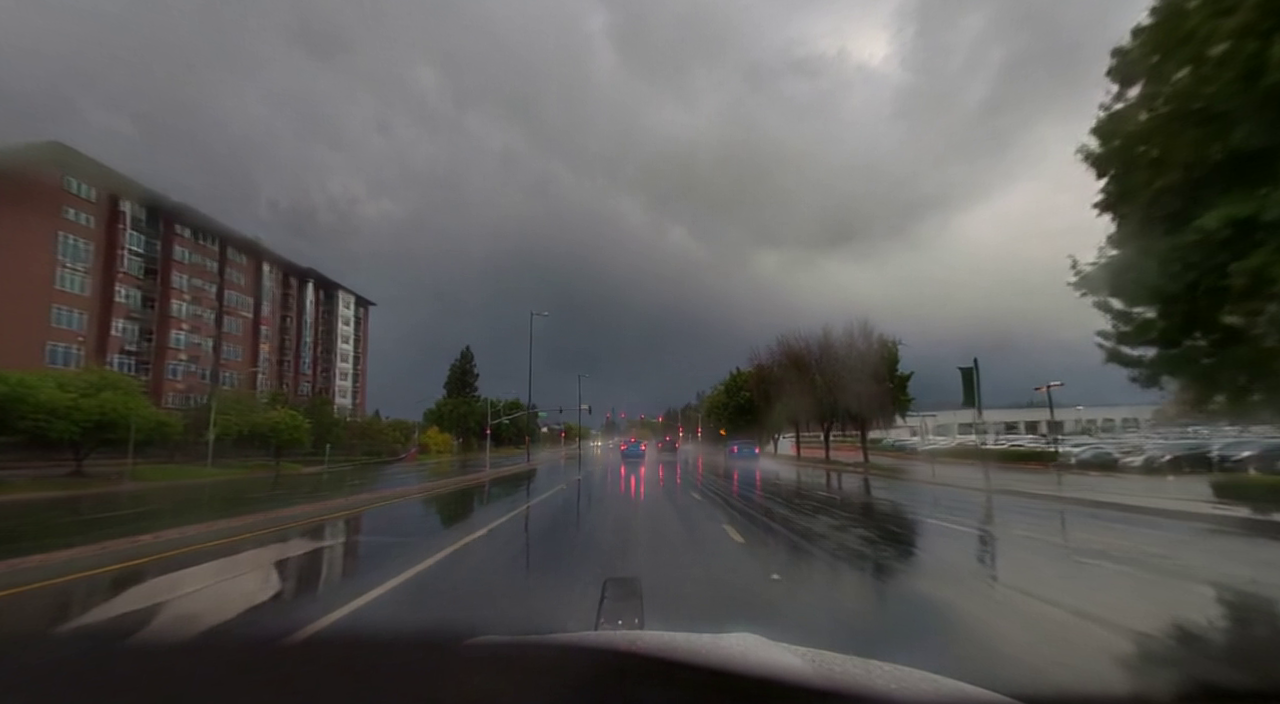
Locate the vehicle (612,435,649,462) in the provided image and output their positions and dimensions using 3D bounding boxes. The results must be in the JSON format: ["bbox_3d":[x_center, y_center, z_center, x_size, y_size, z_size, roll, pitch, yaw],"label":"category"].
[{"bbox_3d":[-0.691,7.462,48.801,2.682,1.908,5.706,0,-9,-1],"label":"vehicle"}]

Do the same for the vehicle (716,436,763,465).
[{"bbox_3d":[6.555,6.547,41.954,2.136,1.799,4.796,1,-9,-2],"label":"vehicle"}]
